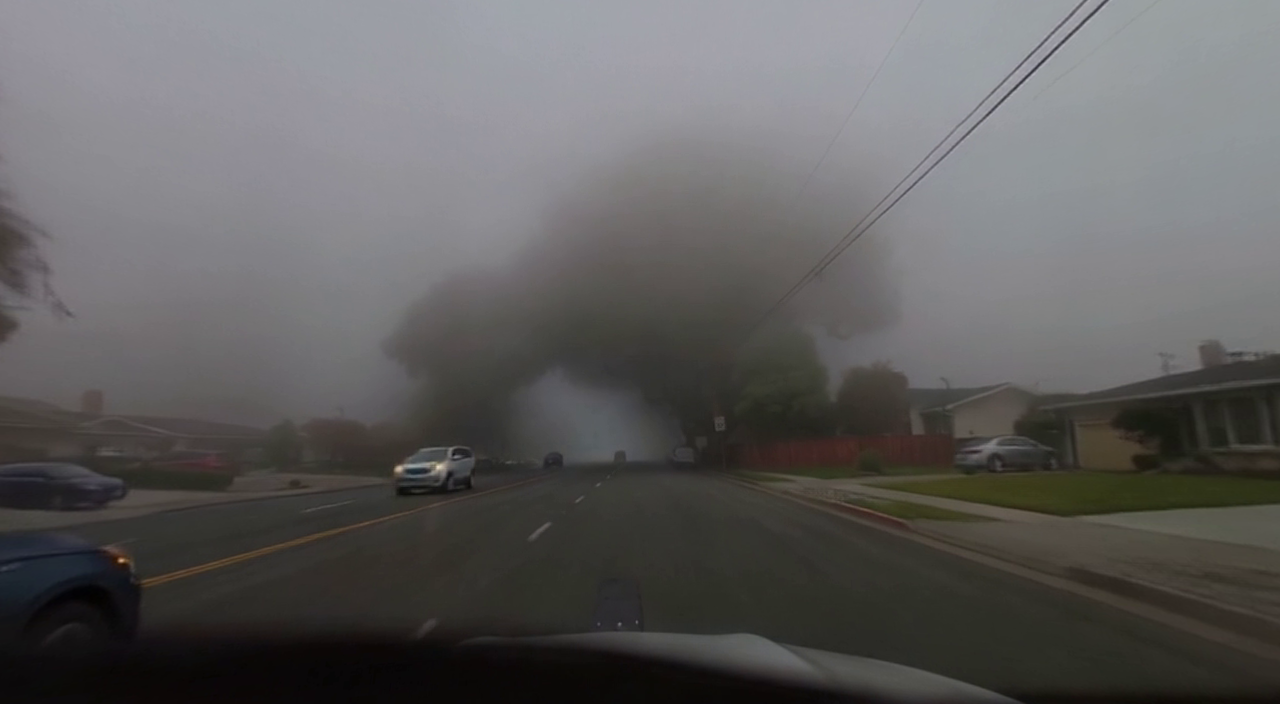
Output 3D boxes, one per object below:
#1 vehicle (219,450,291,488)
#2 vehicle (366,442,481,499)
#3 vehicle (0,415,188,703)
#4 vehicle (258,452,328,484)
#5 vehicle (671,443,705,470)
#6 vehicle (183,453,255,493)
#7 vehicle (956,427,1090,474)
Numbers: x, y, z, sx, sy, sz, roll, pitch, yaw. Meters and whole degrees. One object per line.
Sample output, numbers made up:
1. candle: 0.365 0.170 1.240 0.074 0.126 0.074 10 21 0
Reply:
1. vehicle: -23.418 7.184 38.341 5.102 1.838 2.260 -16 -19 42
2. vehicle: -7.503 4.123 22.566 2.194 1.761 5.282 0 -8 0
3. vehicle: -3.342 0.771 0.922 1.969 1.459 4.619 0 -8 0
4. vehicle: -22.977 7.713 41.759 5.152 1.627 2.383 -16 -19 41
5. vehicle: 3.600 7.923 48.133 2.130 1.873 4.886 0 -8 0
6. vehicle: -22.383 6.347 33.493 4.273 1.797 2.129 -6 -12 44
7. vehicle: 15.279 3.963 25.274 4.362 1.702 2.333 4 -10 -22
